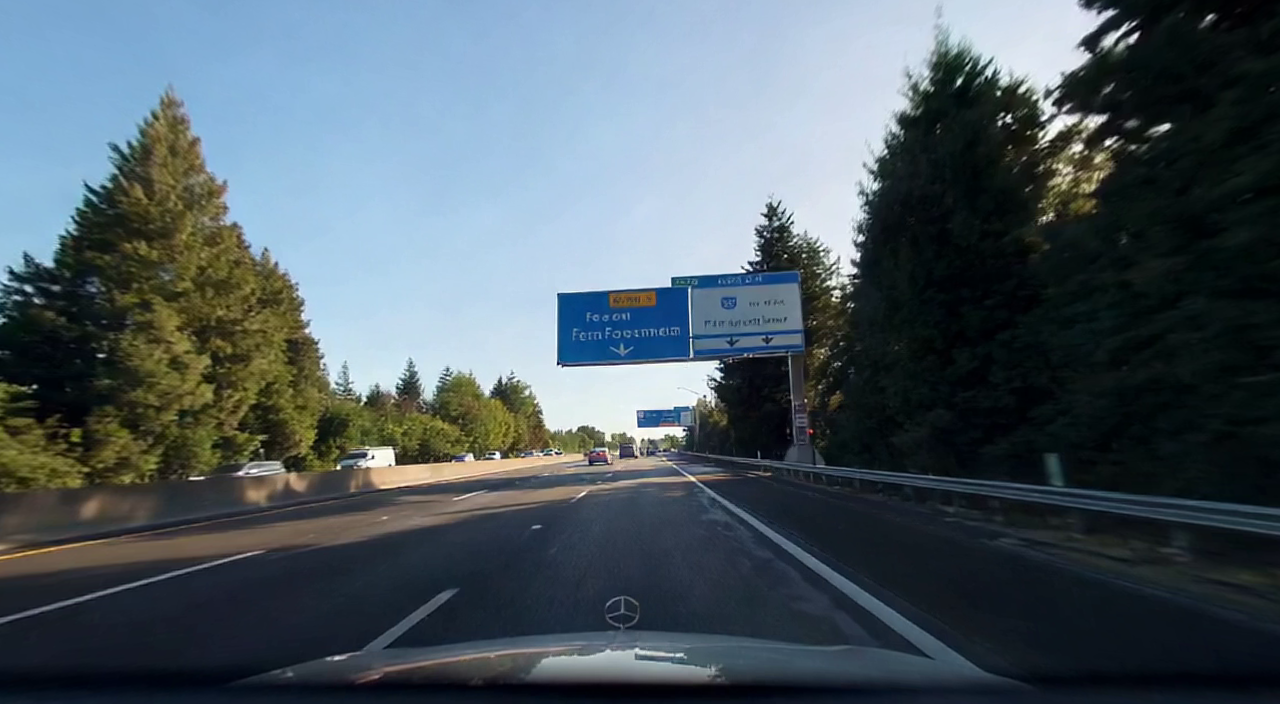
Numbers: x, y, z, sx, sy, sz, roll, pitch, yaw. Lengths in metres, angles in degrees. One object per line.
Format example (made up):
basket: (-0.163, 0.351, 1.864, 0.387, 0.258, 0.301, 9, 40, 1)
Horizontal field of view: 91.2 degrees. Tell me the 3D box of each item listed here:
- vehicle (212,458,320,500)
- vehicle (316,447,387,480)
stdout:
vehicle: (-15.139, 5.150, 25.670, 1.869, 1.484, 3.976, 0, -9, 1)
vehicle: (-19.068, 7.370, 41.756, 2.178, 1.980, 5.087, 0, -9, 1)
